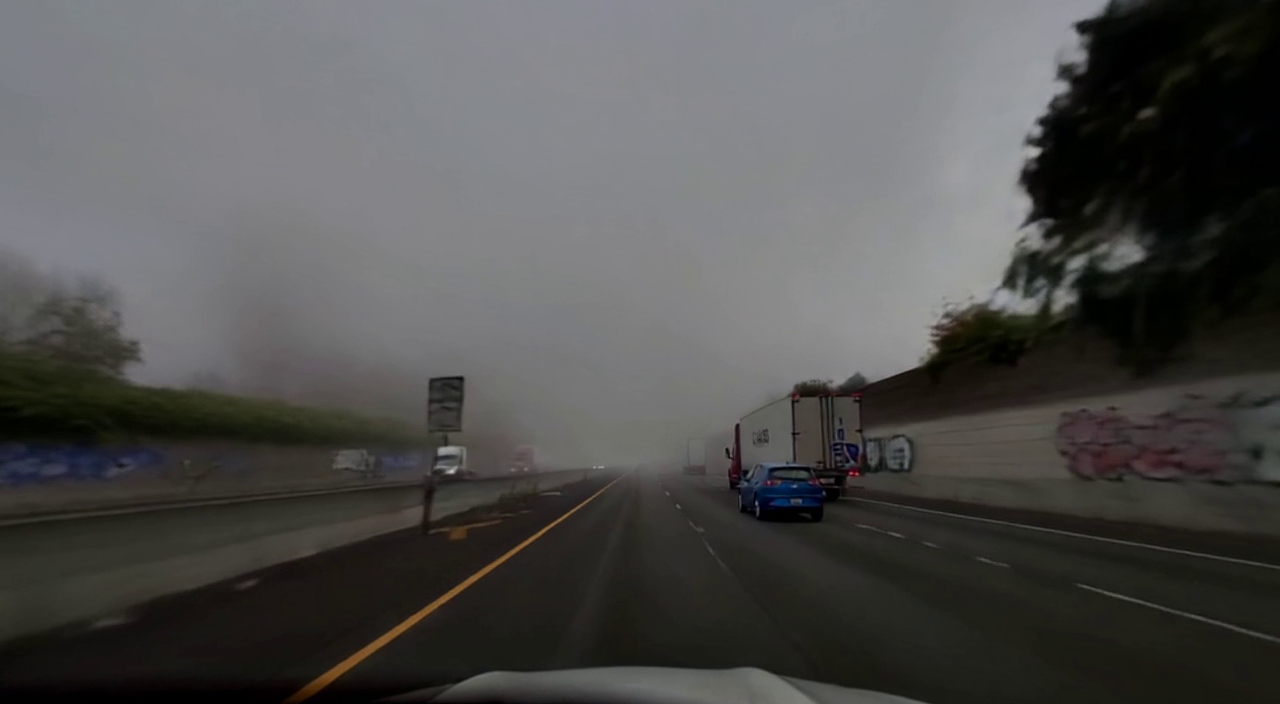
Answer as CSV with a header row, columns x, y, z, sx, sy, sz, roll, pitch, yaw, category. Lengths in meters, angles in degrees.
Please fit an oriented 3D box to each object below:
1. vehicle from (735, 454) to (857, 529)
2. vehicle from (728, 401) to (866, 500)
x,y,z,sx,sy,sz,roll,pitch,yaw,category
3.628,3.337,15.369,2.011,1.574,3.512,1,-11,-1,vehicle
7.643,5.587,34.470,3.298,4.017,16.824,1,-10,0,vehicle
